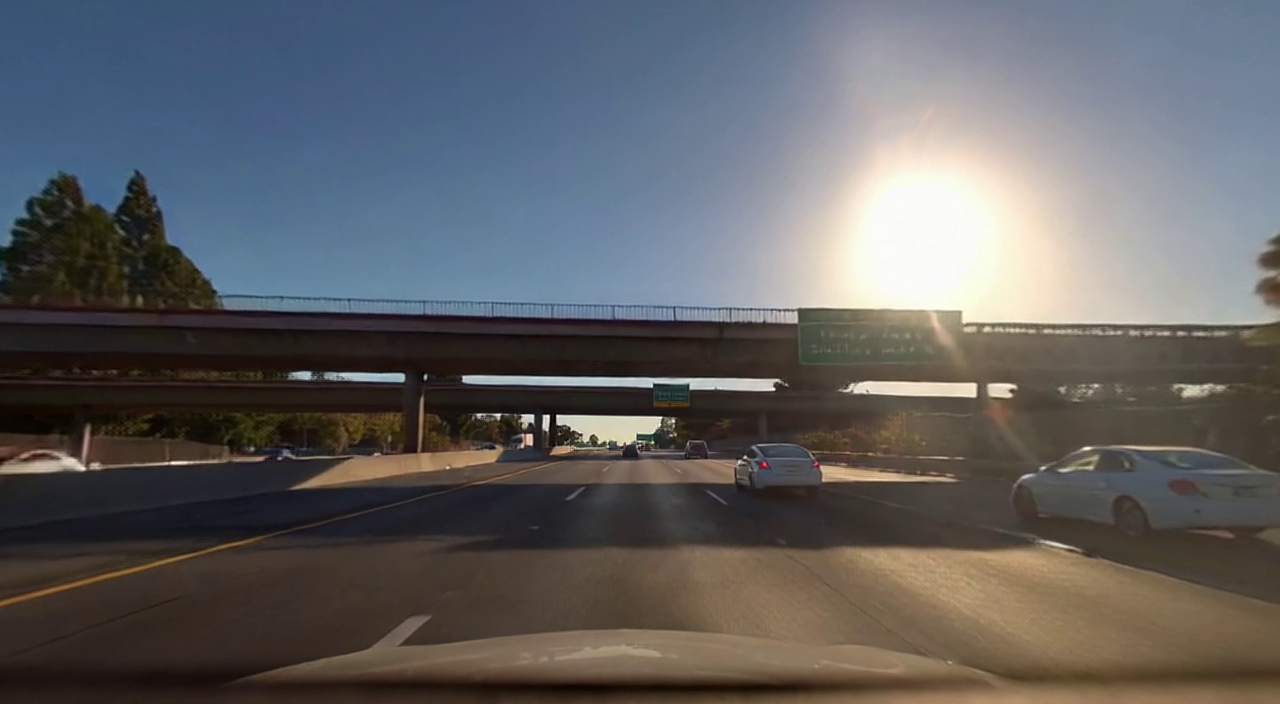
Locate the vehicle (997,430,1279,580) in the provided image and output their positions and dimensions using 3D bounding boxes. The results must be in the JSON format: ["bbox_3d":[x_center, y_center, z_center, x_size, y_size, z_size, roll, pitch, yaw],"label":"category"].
[{"bbox_3d":[7.248,1.885,8.702,1.946,1.497,4.467,0,-9,-1],"label":"vehicle"}]

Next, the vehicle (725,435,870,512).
[{"bbox_3d":[3.374,2.716,14.616,2.076,1.472,4.562,0,-8,-1],"label":"vehicle"}]
